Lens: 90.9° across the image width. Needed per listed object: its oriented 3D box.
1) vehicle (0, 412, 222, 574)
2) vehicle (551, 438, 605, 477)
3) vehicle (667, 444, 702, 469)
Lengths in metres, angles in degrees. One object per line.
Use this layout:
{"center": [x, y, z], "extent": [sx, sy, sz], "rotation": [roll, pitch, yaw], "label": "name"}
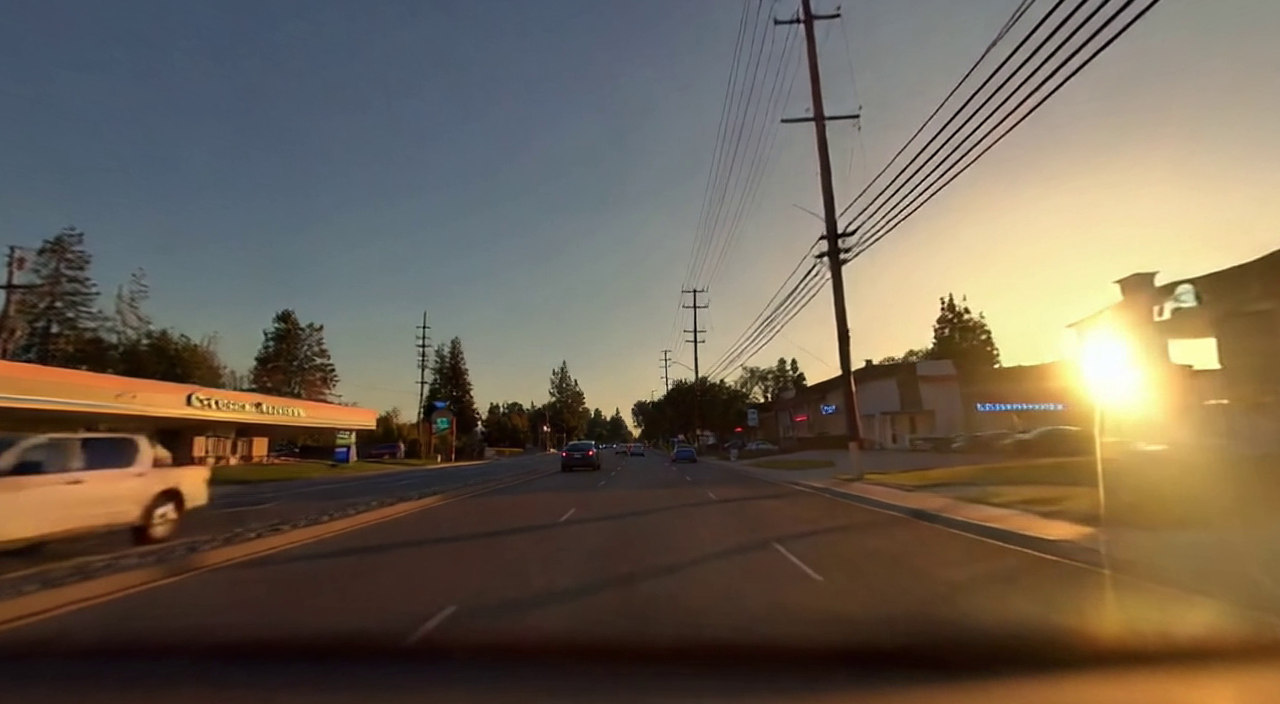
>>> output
{"center": [-8.078, 1.729, 8.043], "extent": [2.009, 1.773, 4.925], "rotation": [0, -9, 1], "label": "vehicle"}
{"center": [-2.795, 4.873, 29.222], "extent": [2.047, 1.664, 4.148], "rotation": [0, -9, 0], "label": "vehicle"}
{"center": [2.659, 6.406, 38.721], "extent": [1.978, 1.455, 4.195], "rotation": [0, -9, 2], "label": "vehicle"}
